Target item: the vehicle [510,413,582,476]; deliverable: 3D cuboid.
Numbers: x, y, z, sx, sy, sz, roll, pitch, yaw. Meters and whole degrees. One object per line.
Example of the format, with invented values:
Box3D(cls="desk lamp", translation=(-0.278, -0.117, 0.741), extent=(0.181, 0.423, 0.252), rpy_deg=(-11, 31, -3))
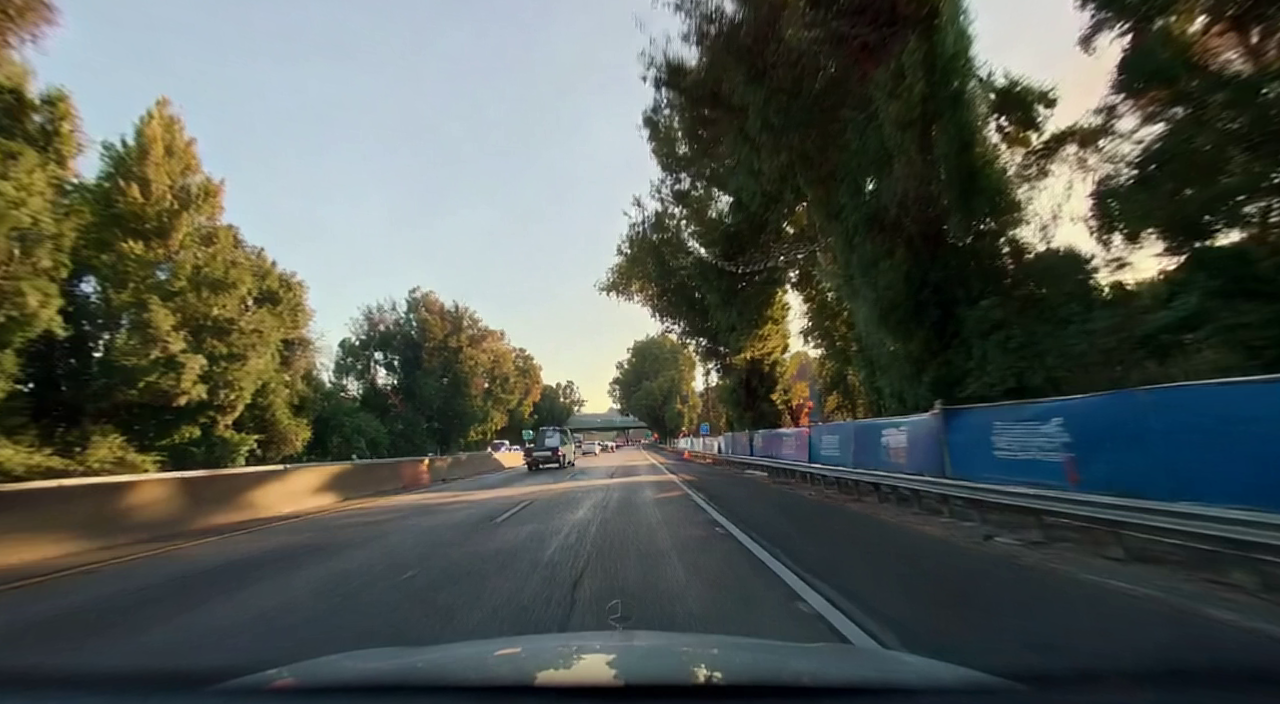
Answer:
Box3D(cls="vehicle", translation=(-4.252, 4.366, 29.744), extent=(2.484, 2.625, 5.907), rpy_deg=(0, -8, 0))
